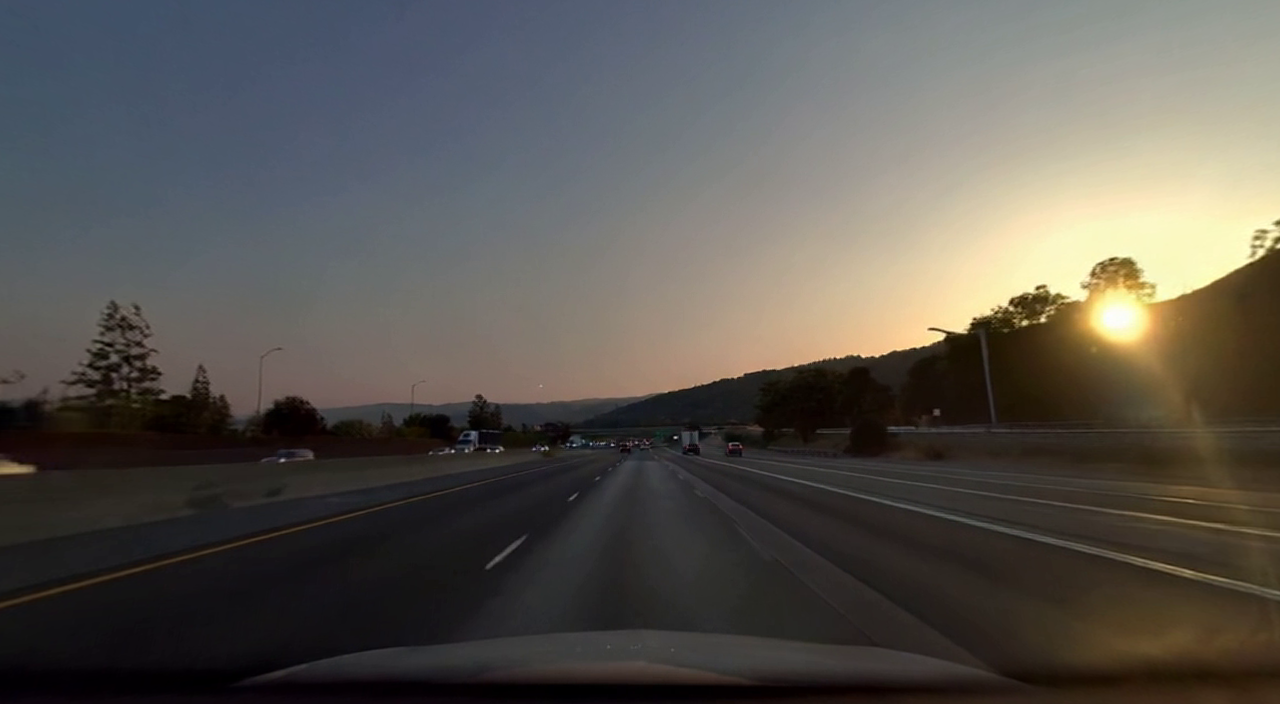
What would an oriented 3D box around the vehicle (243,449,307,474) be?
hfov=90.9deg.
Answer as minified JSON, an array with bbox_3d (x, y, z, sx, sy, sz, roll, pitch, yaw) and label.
[{"bbox_3d":[-28.122,8.405,48.776,1.904,1.737,5.059,0,-8,1],"label":"vehicle"}]
